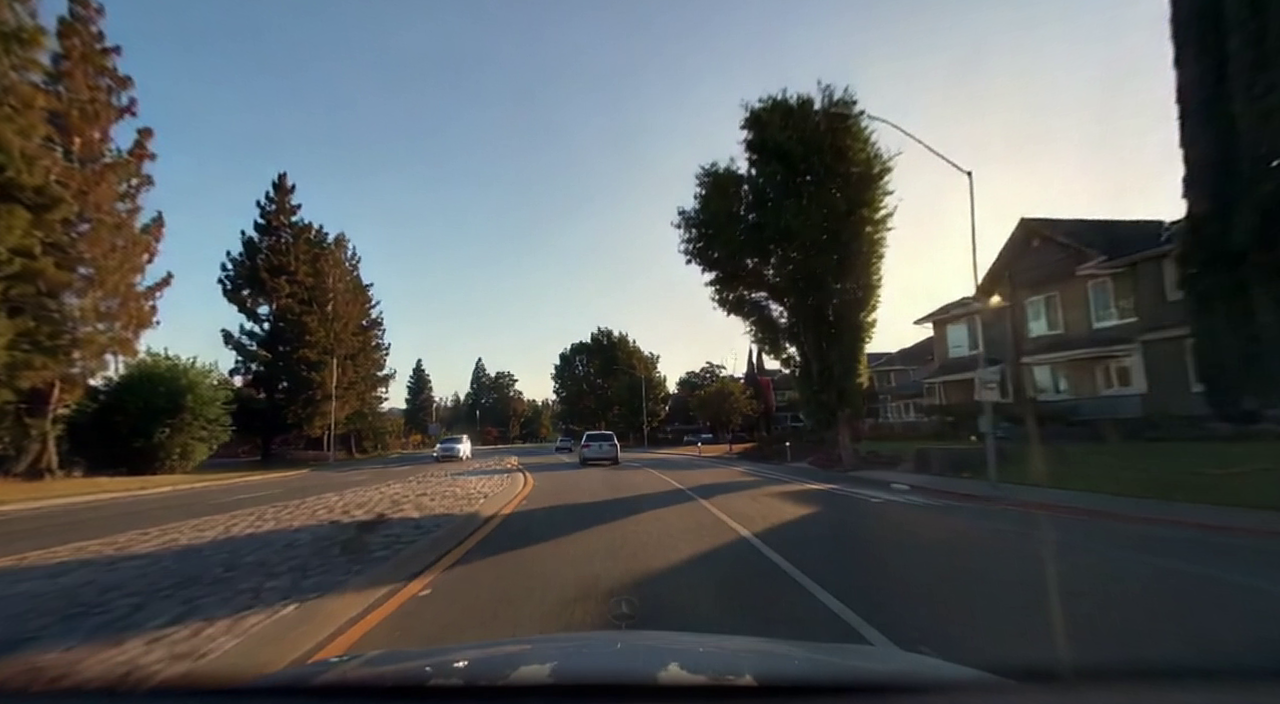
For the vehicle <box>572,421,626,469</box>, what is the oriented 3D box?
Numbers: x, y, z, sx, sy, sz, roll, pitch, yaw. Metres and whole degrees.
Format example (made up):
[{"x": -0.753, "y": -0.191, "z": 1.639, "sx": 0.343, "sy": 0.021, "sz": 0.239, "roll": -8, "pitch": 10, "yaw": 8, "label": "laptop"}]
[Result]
[{"x": -1.967, "y": 4.282, "z": 29.109, "sx": 2.072, "sy": 2.002, "sz": 4.391, "roll": 2, "pitch": -8, "yaw": -9, "label": "vehicle"}]
